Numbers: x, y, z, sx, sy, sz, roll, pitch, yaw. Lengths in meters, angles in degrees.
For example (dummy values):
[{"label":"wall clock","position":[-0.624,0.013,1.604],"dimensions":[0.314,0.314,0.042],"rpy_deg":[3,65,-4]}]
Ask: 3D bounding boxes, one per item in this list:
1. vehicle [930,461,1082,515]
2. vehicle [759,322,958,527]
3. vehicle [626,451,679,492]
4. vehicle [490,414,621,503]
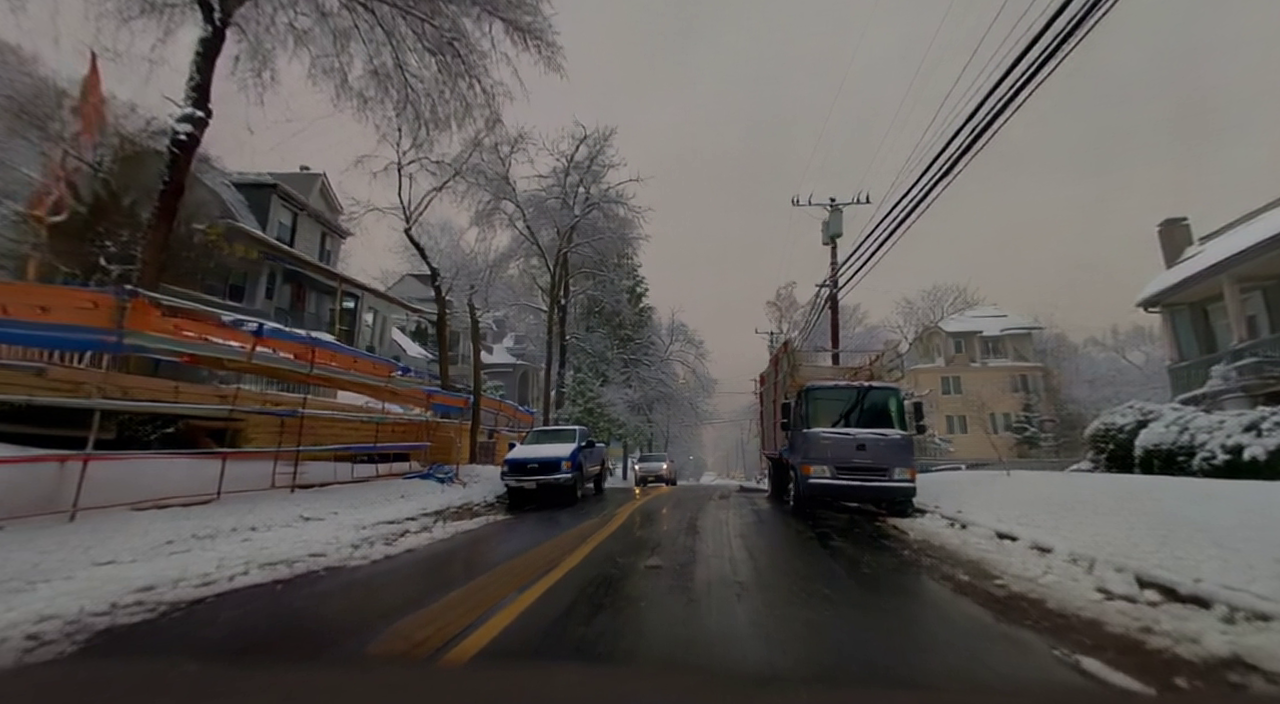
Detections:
[{"label":"vehicle","position":[15.735,5.832,27.382],"dimensions":[5.321,1.857,1.976],"rpy_deg":[-1,-3,14]},{"label":"vehicle","position":[4.973,2.073,16.749],"dimensions":[2.915,3.793,9.963],"rpy_deg":[0,-9,7]},{"label":"vehicle","position":[0.779,6.261,33.412],"dimensions":[2.257,1.916,5.089],"rpy_deg":[-1,-9,8]},{"label":"vehicle","position":[-2.058,2.709,16.977],"dimensions":[2.171,1.910,4.789],"rpy_deg":[-2,-5,9]}]
